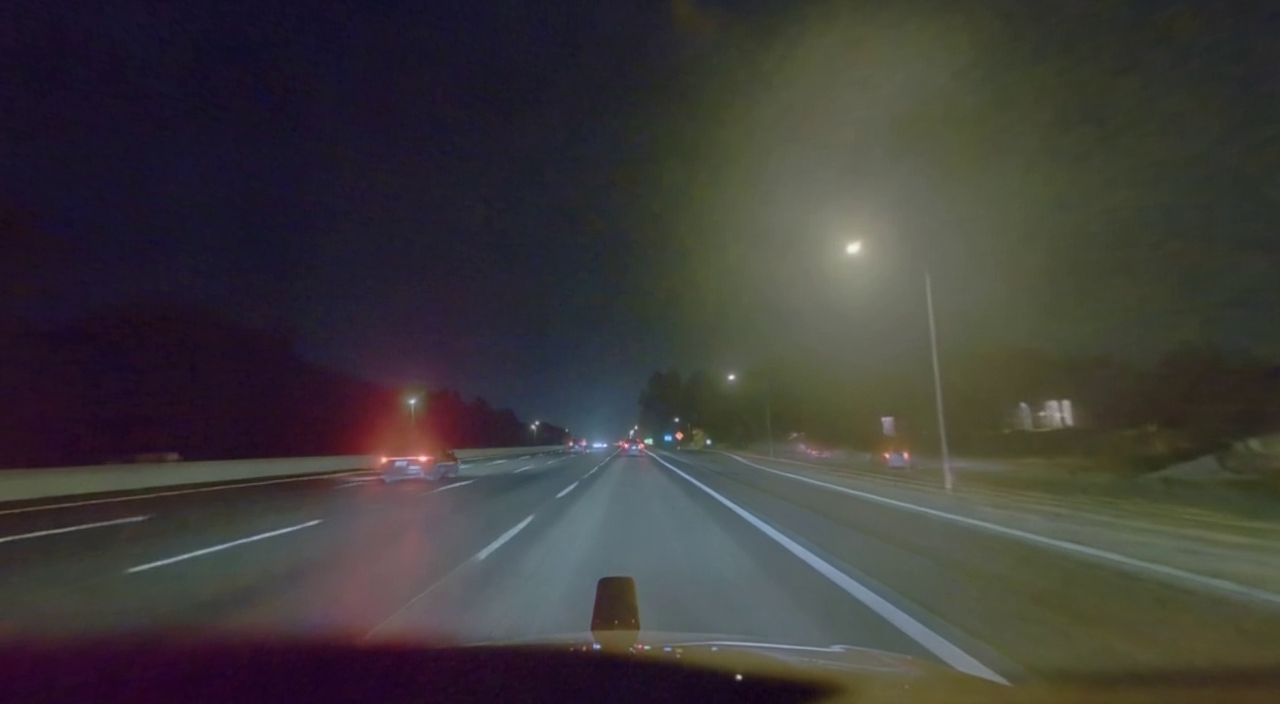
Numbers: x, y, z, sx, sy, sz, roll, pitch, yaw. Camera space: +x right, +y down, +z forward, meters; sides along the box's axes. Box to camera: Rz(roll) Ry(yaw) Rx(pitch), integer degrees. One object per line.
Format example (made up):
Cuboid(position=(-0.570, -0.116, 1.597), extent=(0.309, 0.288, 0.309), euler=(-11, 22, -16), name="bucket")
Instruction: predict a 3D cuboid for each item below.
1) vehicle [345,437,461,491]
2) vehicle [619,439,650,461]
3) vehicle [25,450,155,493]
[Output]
Cuboid(position=(-7.358, 3.503, 20.166), extent=(1.939, 1.504, 4.727), euler=(0, -8, -1), name="vehicle")
Cuboid(position=(-0.383, 6.886, 44.210), extent=(2.072, 1.440, 3.690), euler=(0, -8, -1), name="vehicle")
Cuboid(position=(-23.050, 5.003, 26.624), extent=(1.953, 1.578, 3.980), euler=(0, -8, -2), name="vehicle")
